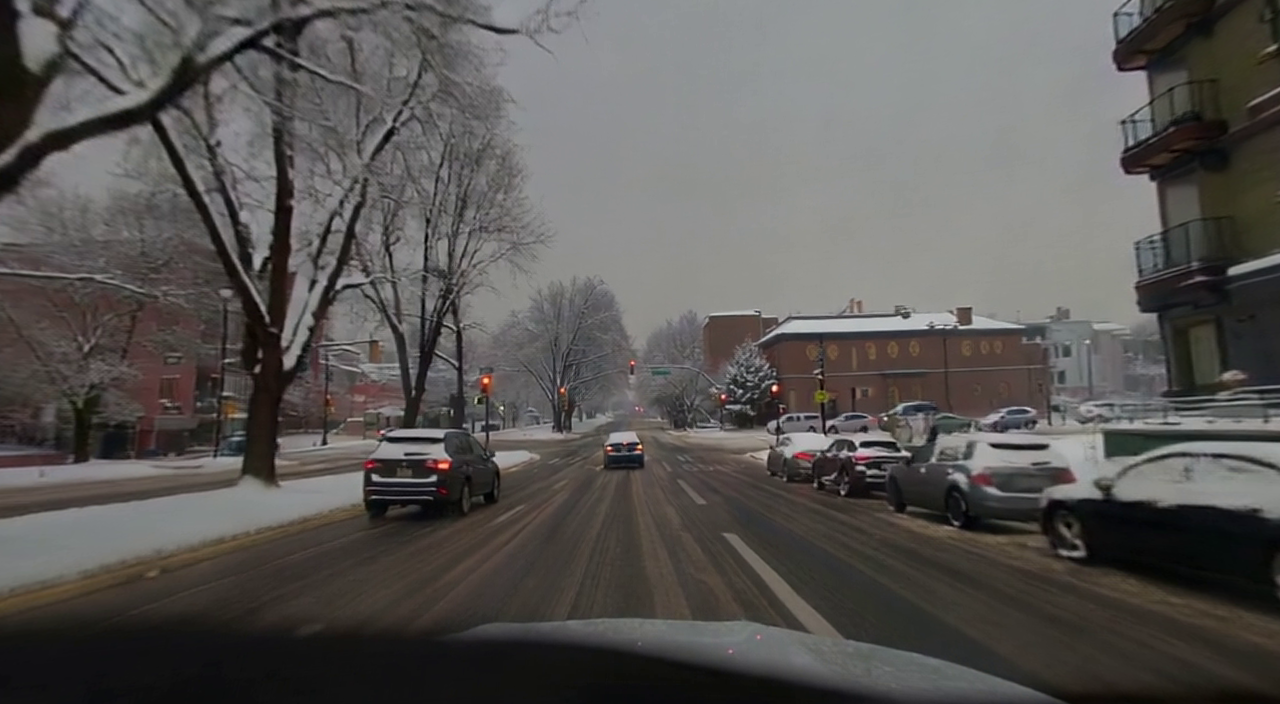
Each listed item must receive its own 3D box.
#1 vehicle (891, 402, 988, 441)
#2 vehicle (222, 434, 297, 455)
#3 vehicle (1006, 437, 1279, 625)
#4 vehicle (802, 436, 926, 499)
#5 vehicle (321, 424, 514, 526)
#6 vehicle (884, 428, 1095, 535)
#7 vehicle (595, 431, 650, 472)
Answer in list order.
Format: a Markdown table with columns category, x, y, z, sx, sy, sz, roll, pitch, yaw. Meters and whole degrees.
| category | x | y | z | sx | sy | sz | roll | pitch | yaw |
| --- | --- | --- | --- | --- | --- | --- | --- | --- | --- |
| vehicle | 21.322 | 4.990 | 45.077 | 5.756 | 2.653 | 2.403 | 2 | -9 | -12 |
| vehicle | -28.374 | 6.917 | 47.181 | 4.453 | 1.471 | 1.921 | -1 | -8 | 4 |
| vehicle | 6.114 | 1.602 | 6.222 | 2.089 | 1.488 | 4.663 | 0 | -8 | -2 |
| vehicle | 5.986 | 3.115 | 17.476 | 1.959 | 1.513 | 4.104 | 0 | -8 | 1 |
| vehicle | -3.807 | 2.186 | 11.803 | 1.934 | 1.522 | 4.464 | 0 | -8 | 1 |
| vehicle | 6.121 | 2.274 | 11.646 | 1.877 | 1.642 | 3.572 | 0 | -8 | 2 |
| vehicle | -0.656 | 4.048 | 25.785 | 2.082 | 1.520 | 3.896 | 0 | -8 | 0 |
